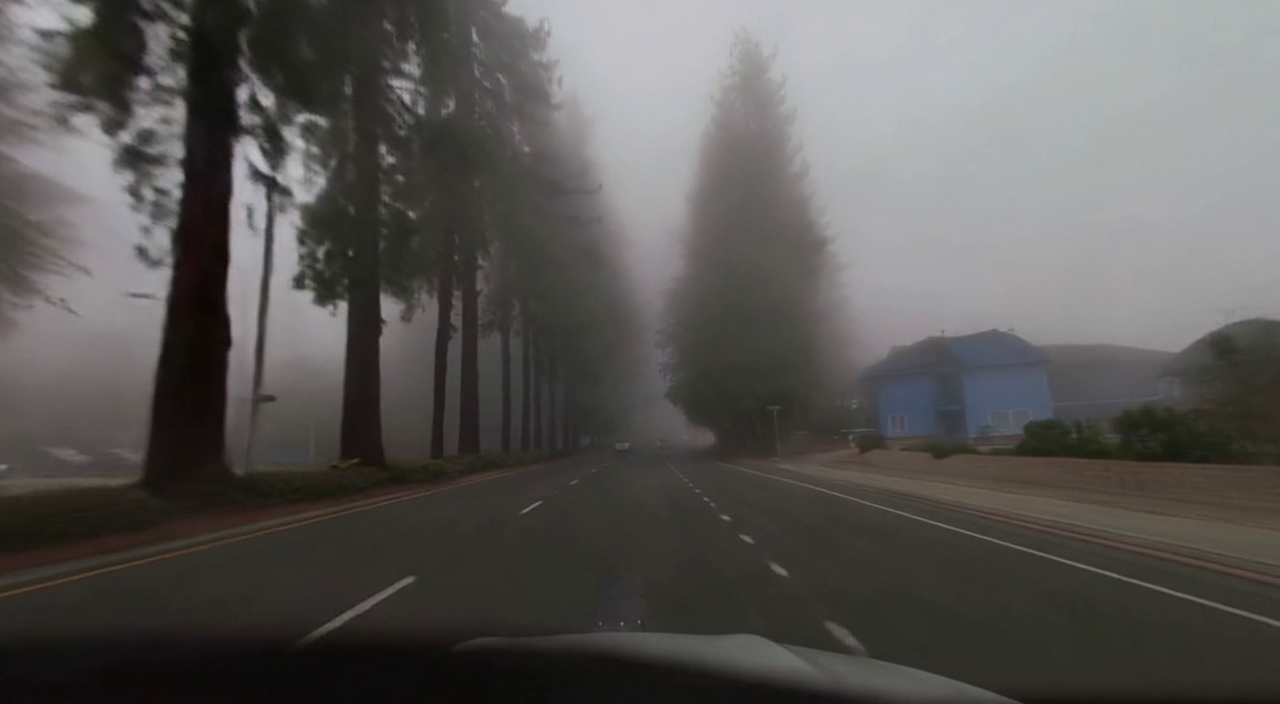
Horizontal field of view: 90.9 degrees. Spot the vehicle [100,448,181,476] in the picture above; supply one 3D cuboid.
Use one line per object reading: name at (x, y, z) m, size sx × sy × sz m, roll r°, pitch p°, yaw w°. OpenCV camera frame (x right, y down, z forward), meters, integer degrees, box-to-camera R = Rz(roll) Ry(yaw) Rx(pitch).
vehicle at (-34.256, 7.509, 43.336) m, size 2.036 × 1.754 × 4.177 m, roll 0°, pitch -8°, yaw 1°
